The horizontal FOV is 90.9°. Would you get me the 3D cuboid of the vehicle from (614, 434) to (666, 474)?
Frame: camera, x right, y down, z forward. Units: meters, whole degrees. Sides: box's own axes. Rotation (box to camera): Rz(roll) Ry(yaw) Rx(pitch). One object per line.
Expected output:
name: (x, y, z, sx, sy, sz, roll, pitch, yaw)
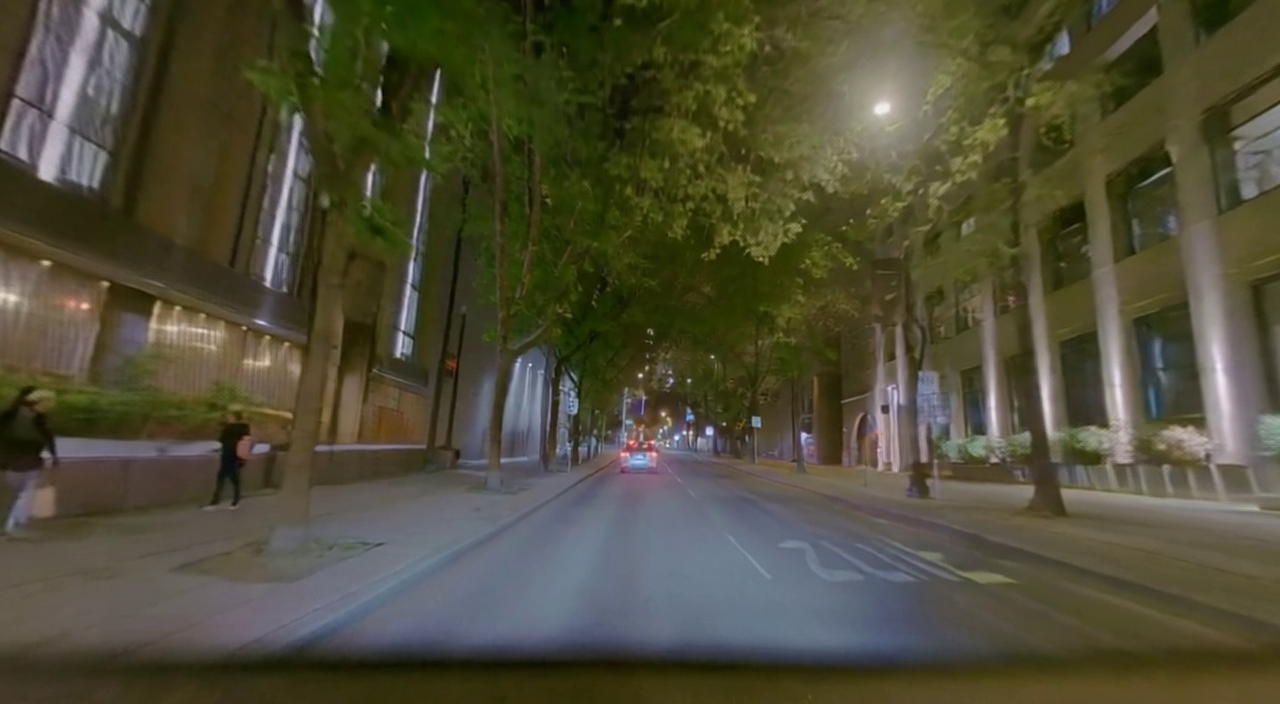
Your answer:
vehicle: (-0.032, 4.413, 27.552, 2.079, 1.621, 3.861, 0, -8, -1)
